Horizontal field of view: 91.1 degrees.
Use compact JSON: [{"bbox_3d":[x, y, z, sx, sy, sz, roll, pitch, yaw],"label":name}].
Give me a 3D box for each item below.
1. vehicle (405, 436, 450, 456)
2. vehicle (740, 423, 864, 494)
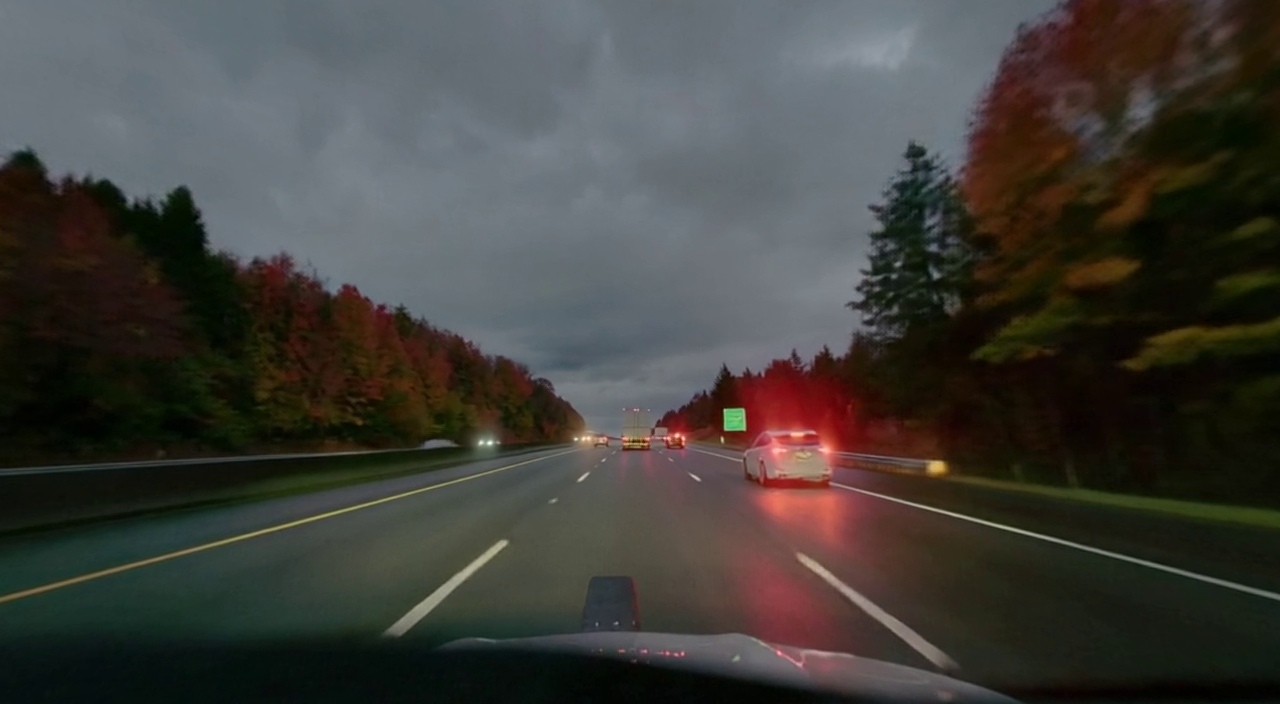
[{"bbox_3d":[-16.590,7.352,49.315,1.928,1.492,4.607,0,-8,0],"label":"vehicle"},{"bbox_3d":[3.800,2.548,15.497,1.882,1.492,3.958,0,-8,-2],"label":"vehicle"}]
